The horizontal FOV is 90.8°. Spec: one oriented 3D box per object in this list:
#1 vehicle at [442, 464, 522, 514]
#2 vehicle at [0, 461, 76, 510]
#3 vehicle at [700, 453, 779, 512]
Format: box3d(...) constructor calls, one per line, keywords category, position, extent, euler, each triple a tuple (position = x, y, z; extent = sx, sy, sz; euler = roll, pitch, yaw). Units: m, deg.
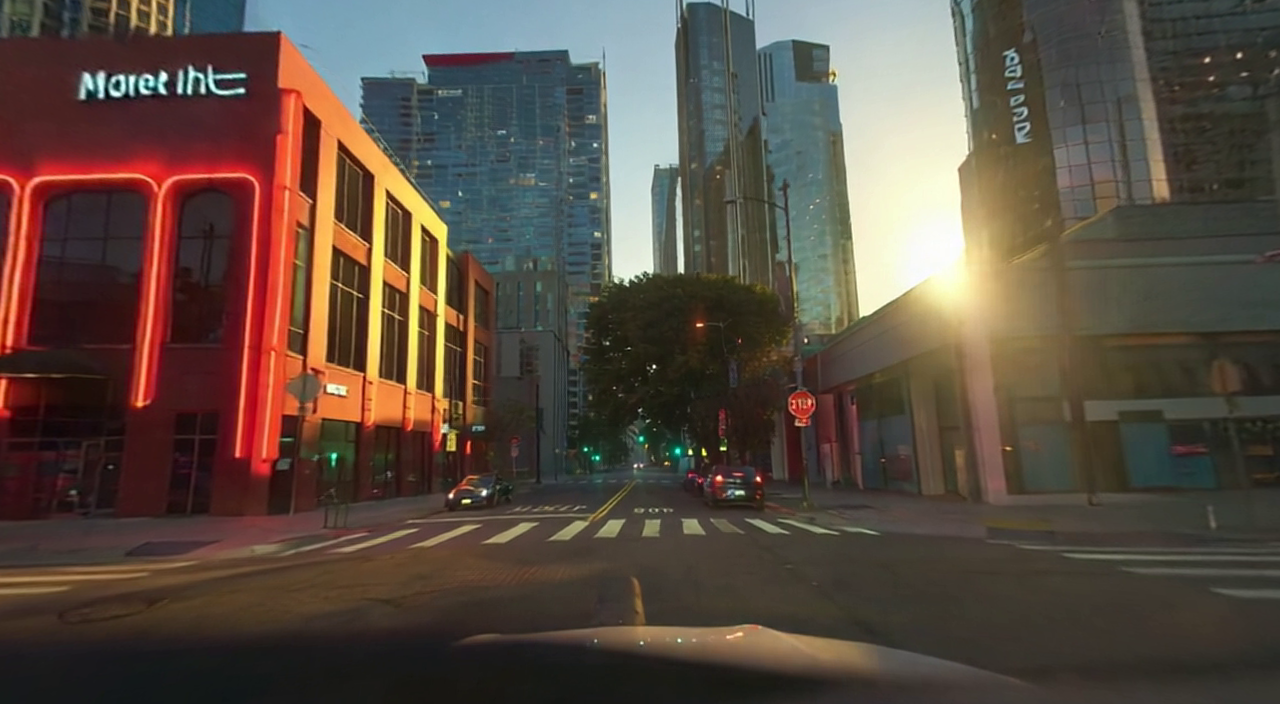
box3d(category="vehicle", position=(-5.411, 4.723, 22.152), extent=(1.864, 1.447, 3.887), euler=(0, -9, -2))
box3d(category="vehicle", position=(-28.165, 5.994, 28.443), extent=(1.665, 1.432, 4.120), euler=(5, -1, 0))
box3d(category="vehicle", position=(3.146, 4.203, 20.894), extent=(1.917, 1.680, 4.500), euler=(0, -9, 1))
